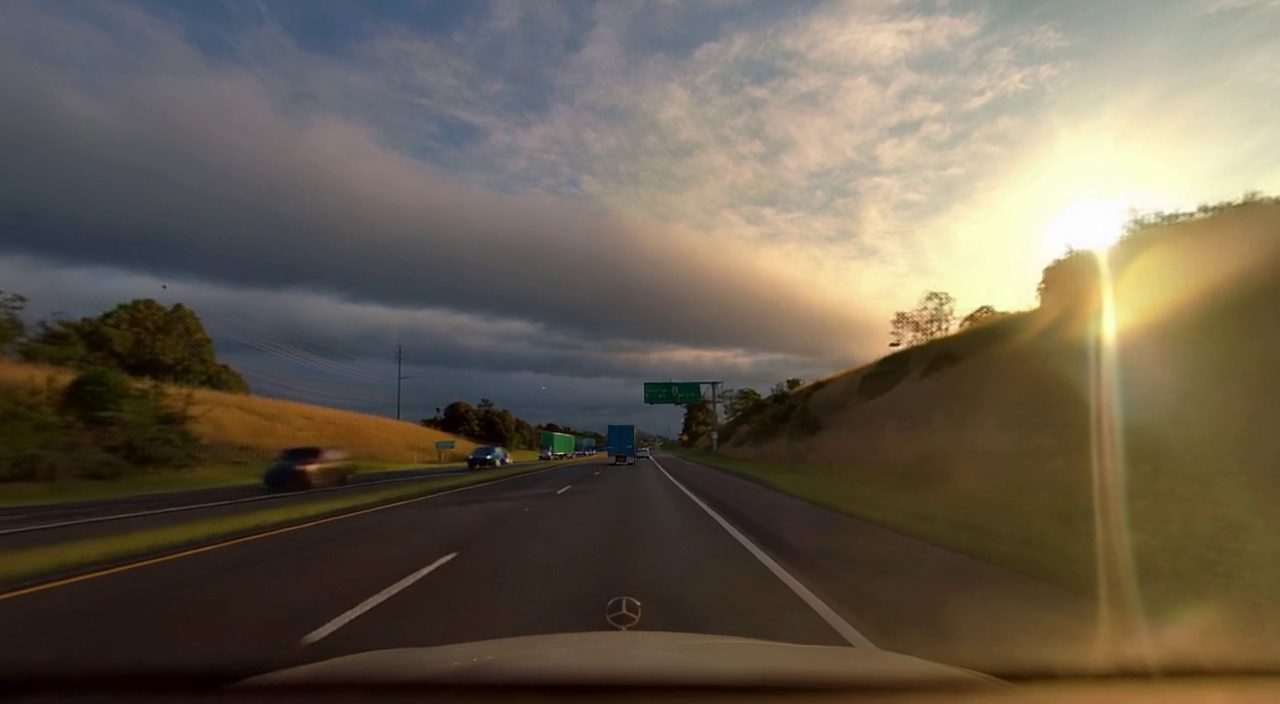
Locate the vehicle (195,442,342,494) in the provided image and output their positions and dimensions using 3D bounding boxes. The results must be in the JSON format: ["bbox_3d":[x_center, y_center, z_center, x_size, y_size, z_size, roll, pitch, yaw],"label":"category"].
[{"bbox_3d":[-12.048,3.783,20.899,2.108,1.493,4.427,0,-9,1],"label":"vehicle"}]

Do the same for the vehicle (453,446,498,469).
[{"bbox_3d":[-12.203,7.843,47.171,2.111,1.612,4.711,0,-9,0],"label":"vehicle"}]
